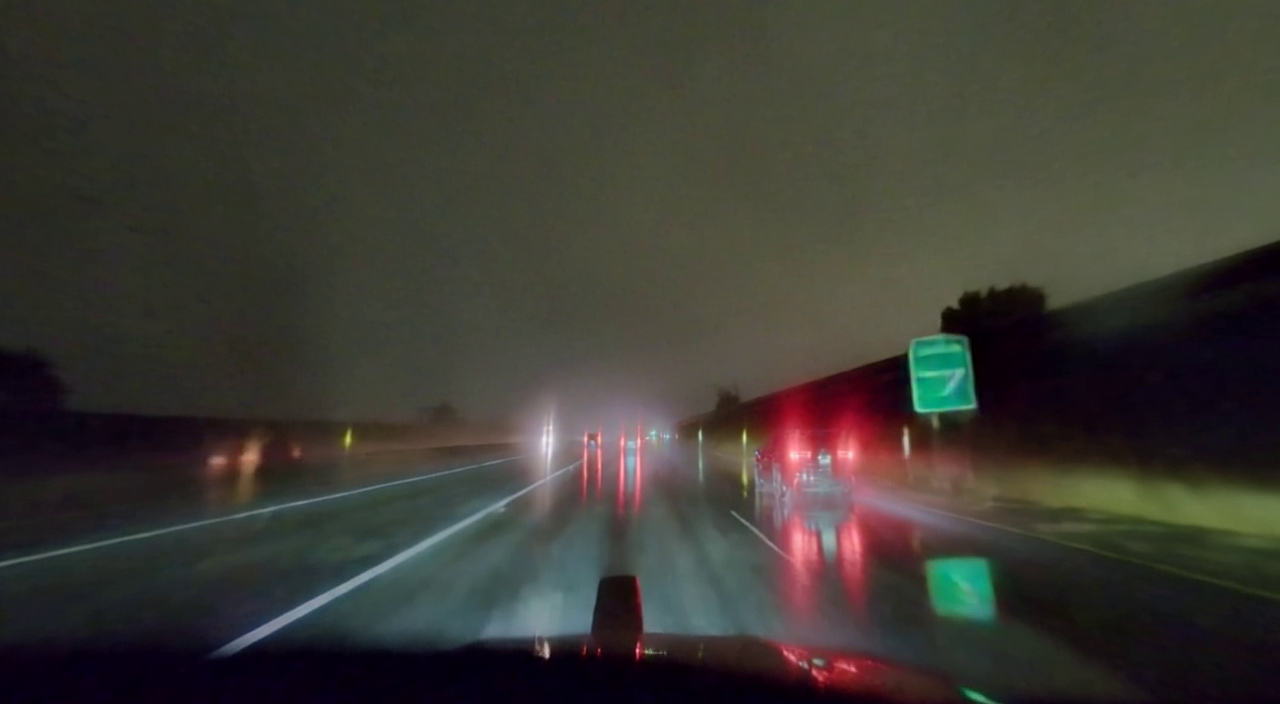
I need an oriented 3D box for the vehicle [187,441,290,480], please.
[{"bbox_3d":[-16.774,4.519,26.504,1.784,1.486,3.920,0,-8,-1],"label":"vehicle"}]
